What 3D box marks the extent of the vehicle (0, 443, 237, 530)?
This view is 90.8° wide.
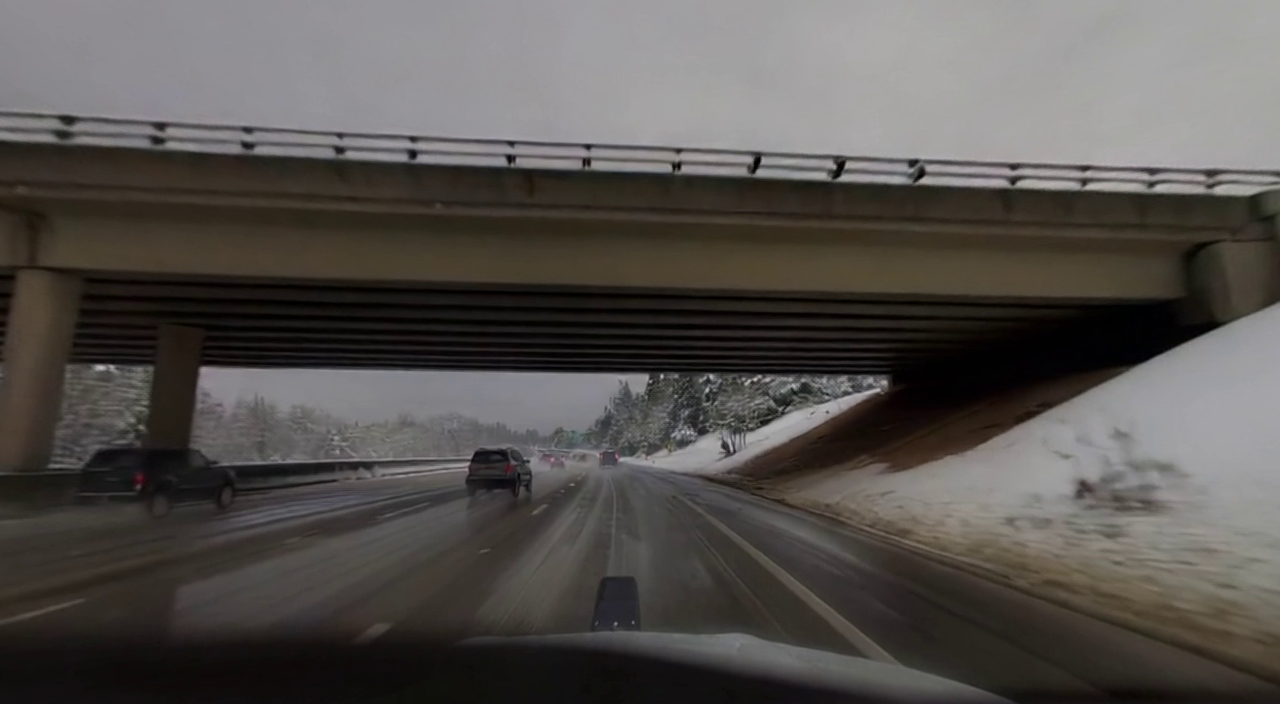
[{"bbox_3d":[-11.687,2.974,14.618,1.967,1.681,4.203,0,-8,-1],"label":"vehicle"}]

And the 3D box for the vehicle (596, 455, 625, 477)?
[{"bbox_3d":[-2.198,8.438,46.787,2.051,1.459,4.092,1,-9,-4],"label":"vehicle"}]

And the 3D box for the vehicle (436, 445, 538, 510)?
[{"bbox_3d":[-4.302,3.568,18.525,2.024,1.655,4.192,0,-8,-1],"label":"vehicle"}]
